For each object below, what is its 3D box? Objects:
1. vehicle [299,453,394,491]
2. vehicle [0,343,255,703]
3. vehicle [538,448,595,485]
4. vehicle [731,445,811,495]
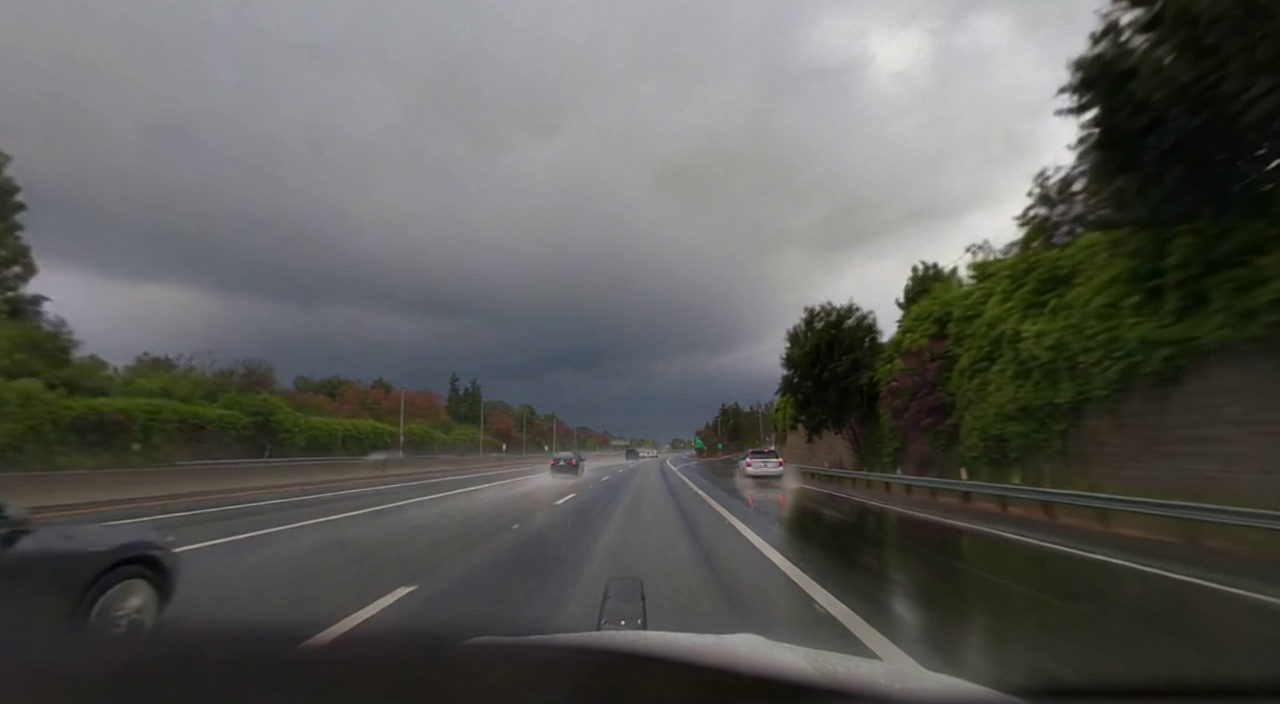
[{"bbox_3d":[-12.639,5.162,27.493,1.979,1.476,4.417,0,-9,1],"label":"vehicle"},{"bbox_3d":[-3.564,0.712,1.704,2.263,1.696,4.321,0,-9,0],"label":"vehicle"},{"bbox_3d":[-3.227,5.117,28.443,1.997,1.540,3.906,0,-9,2],"label":"vehicle"},{"bbox_3d":[4.488,4.113,22.288,2.020,1.548,4.715,0,-9,3],"label":"vehicle"}]
